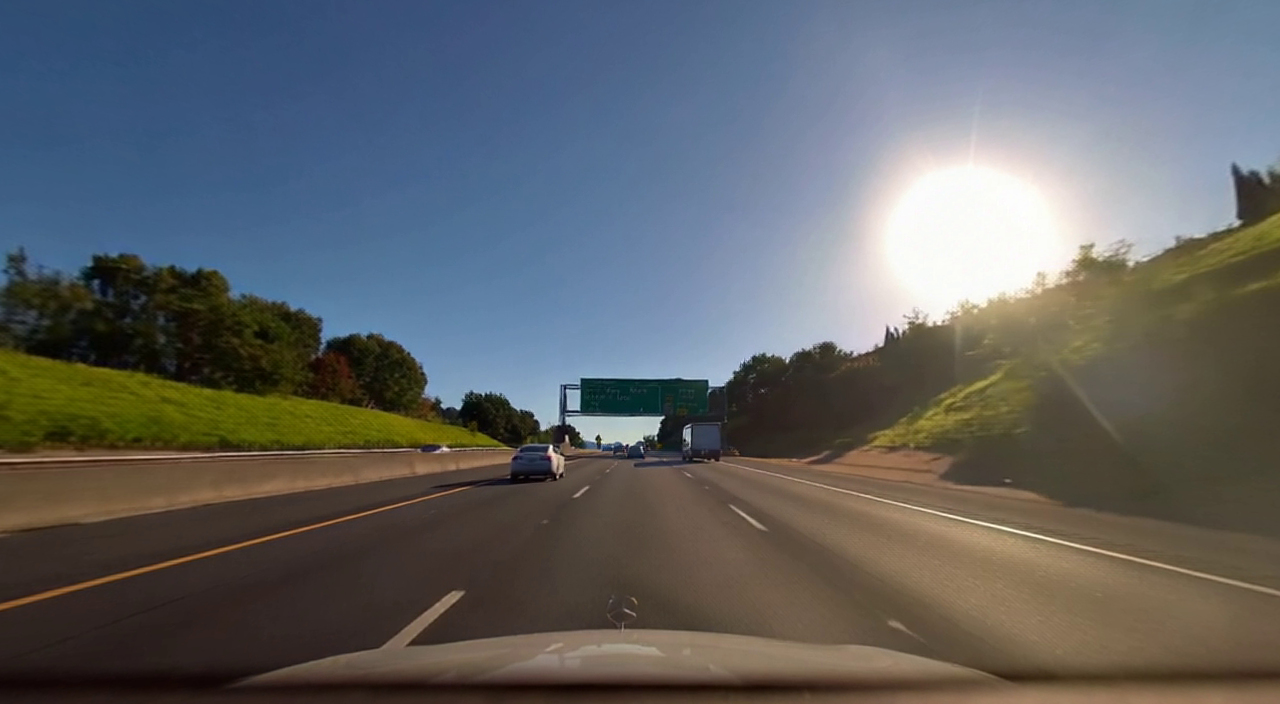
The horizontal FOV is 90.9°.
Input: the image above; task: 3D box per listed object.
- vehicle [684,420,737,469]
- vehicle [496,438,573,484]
[{"bbox_3d":[4.000,5.449,37.036,2.361,2.636,5.684,0,-9,-1],"label":"vehicle"},{"bbox_3d":[-3.796,4.007,23.425,2.054,1.529,4.368,0,-9,1],"label":"vehicle"}]
